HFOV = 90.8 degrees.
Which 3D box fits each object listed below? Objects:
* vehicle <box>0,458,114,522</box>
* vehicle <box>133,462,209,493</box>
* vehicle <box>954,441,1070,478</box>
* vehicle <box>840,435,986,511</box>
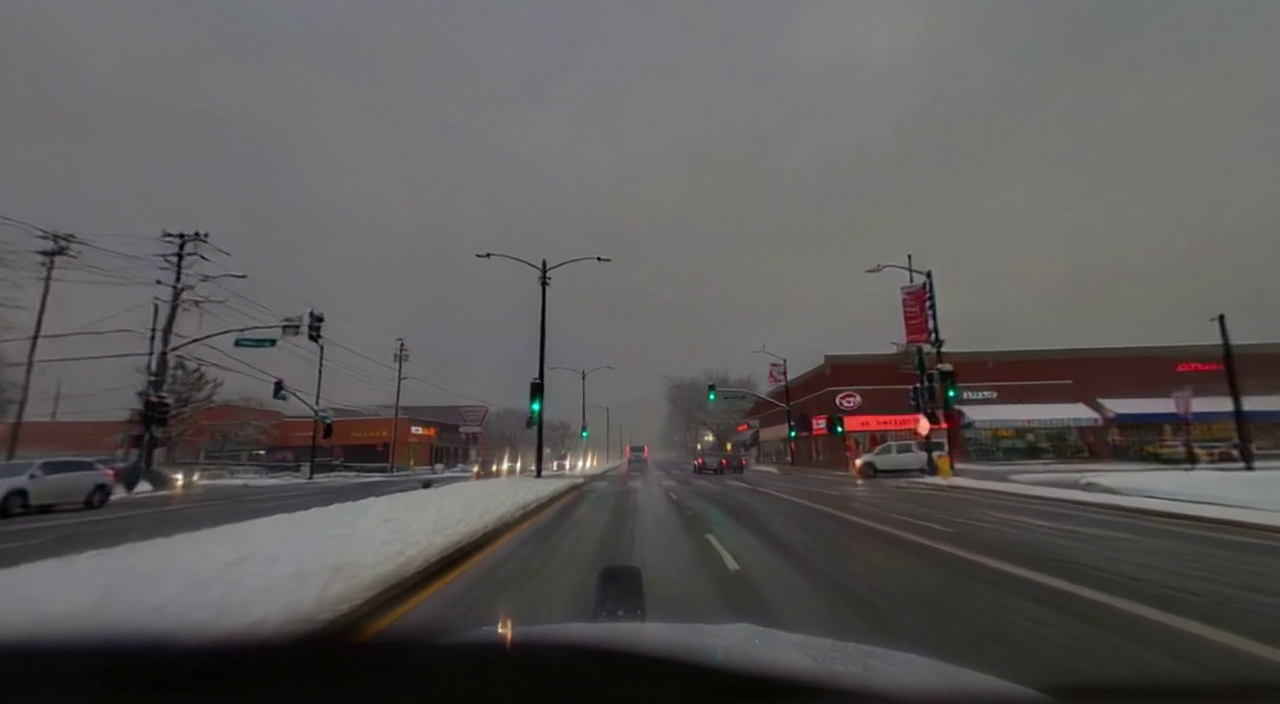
[{"bbox_3d":[-18.194,3.946,18.368,1.882,1.645,4.511,0,-8,-1],"label":"vehicle"},{"bbox_3d":[-26.342,7.068,35.526,2.803,1.565,1.715,-2,-13,-1],"label":"vehicle"},{"bbox_3d":[19.169,5.525,32.680,4.680,1.792,1.994,0,-8,-1],"label":"vehicle"},{"bbox_3d":[6.852,3.058,16.497,1.974,1.679,4.611,-1,-9,3],"label":"vehicle"}]
